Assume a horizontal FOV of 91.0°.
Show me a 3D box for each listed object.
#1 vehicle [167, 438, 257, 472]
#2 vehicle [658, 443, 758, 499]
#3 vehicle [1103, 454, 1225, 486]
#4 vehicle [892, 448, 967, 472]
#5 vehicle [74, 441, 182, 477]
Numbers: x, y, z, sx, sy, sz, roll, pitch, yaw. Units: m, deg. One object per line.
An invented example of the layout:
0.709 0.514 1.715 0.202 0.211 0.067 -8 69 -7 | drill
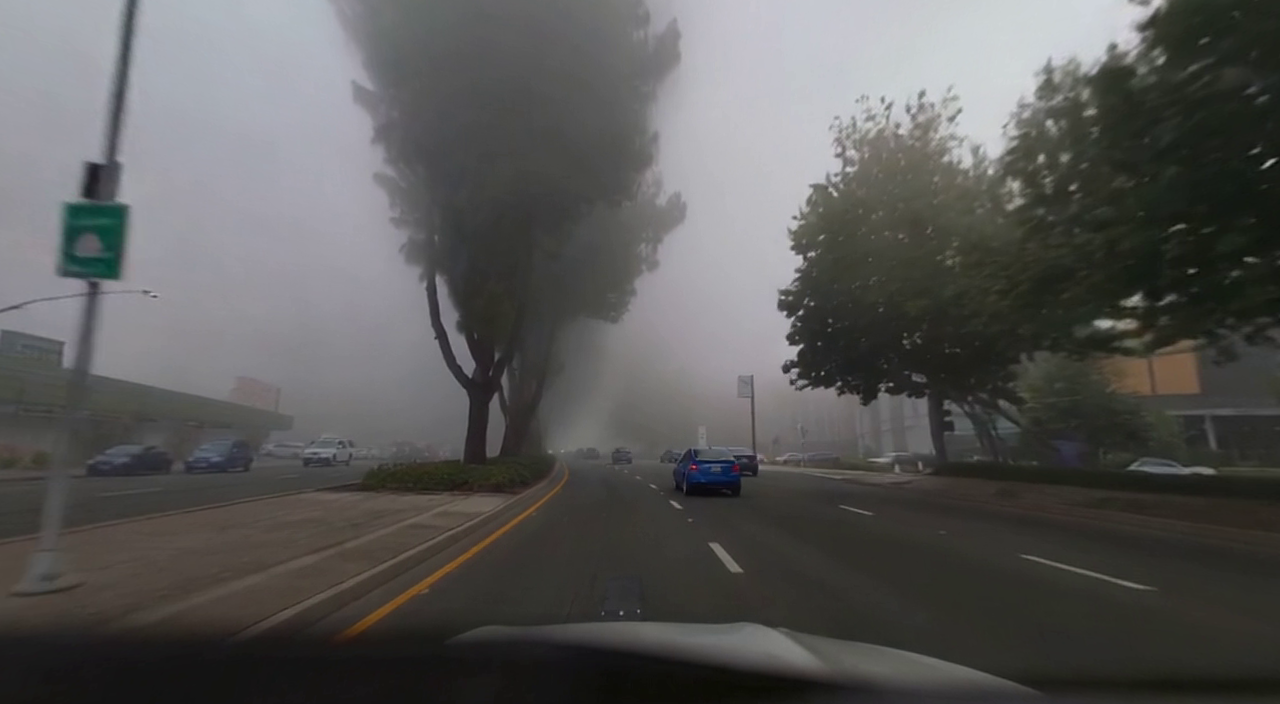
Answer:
-24.561 5.893 36.360 1.982 1.811 4.730 0 -8 -2 | vehicle
1.847 3.447 18.759 2.256 1.451 4.313 1 -8 -4 | vehicle
28.781 6.469 34.818 1.905 1.561 4.816 3 -9 -17 | vehicle
19.797 7.345 43.069 4.424 1.531 2.008 3 -9 -18 | vehicle
-24.406 5.091 30.227 1.689 1.595 4.293 0 -8 -3 | vehicle
